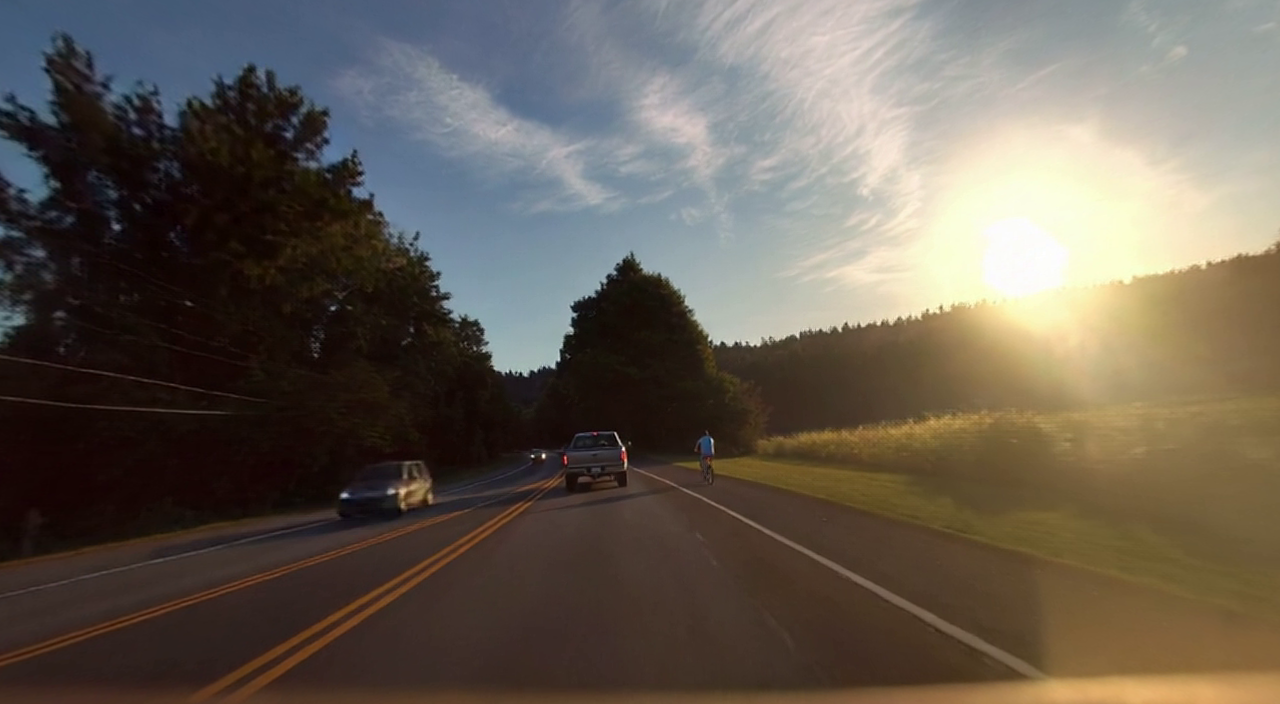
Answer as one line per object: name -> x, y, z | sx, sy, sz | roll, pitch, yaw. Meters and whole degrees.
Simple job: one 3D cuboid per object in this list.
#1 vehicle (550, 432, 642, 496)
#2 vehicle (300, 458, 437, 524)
vehicle -> -1.374, 3.614, 20.820 | 2.631, 1.798, 5.331 | 0, -9, -2
vehicle -> -7.249, 3.714, 17.367 | 2.045, 1.474, 3.956 | -1, -9, -1
